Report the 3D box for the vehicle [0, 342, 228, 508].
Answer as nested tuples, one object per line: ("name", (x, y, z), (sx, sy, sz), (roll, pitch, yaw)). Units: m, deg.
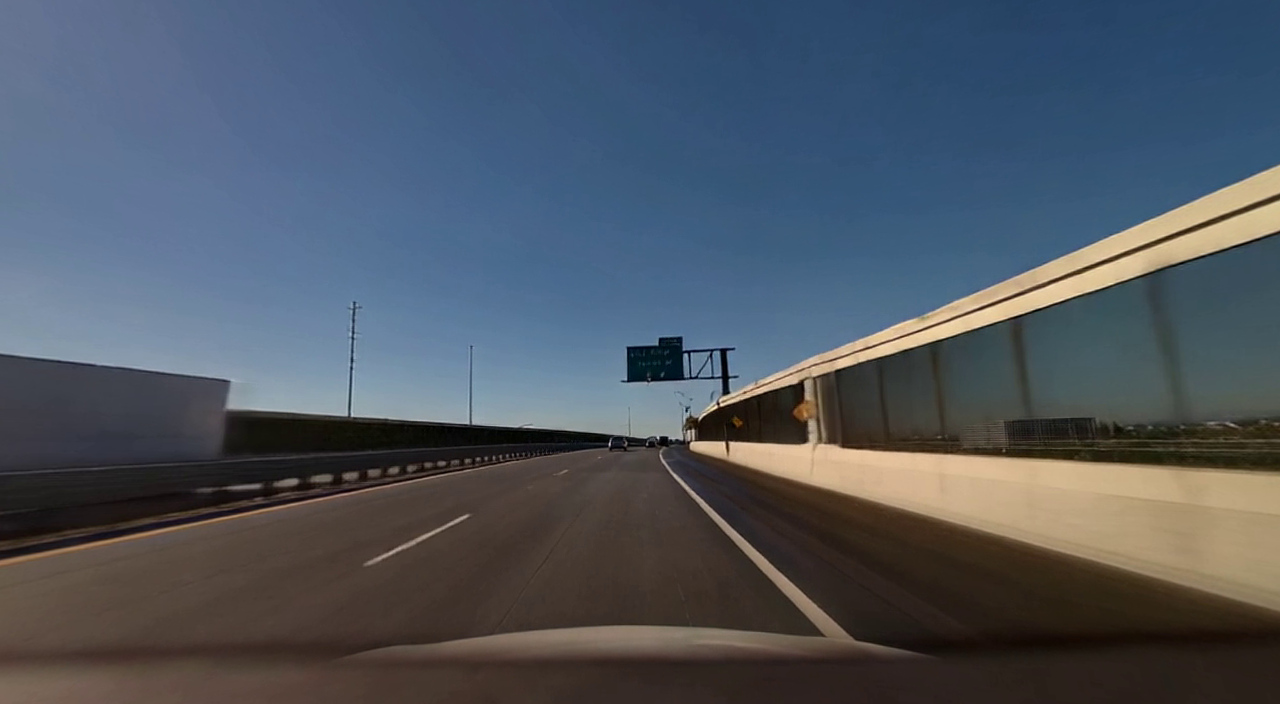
("vehicle", (-17.481, 2.027, 17.240), (2.937, 4.107, 13.979), (0, -8, 0))
